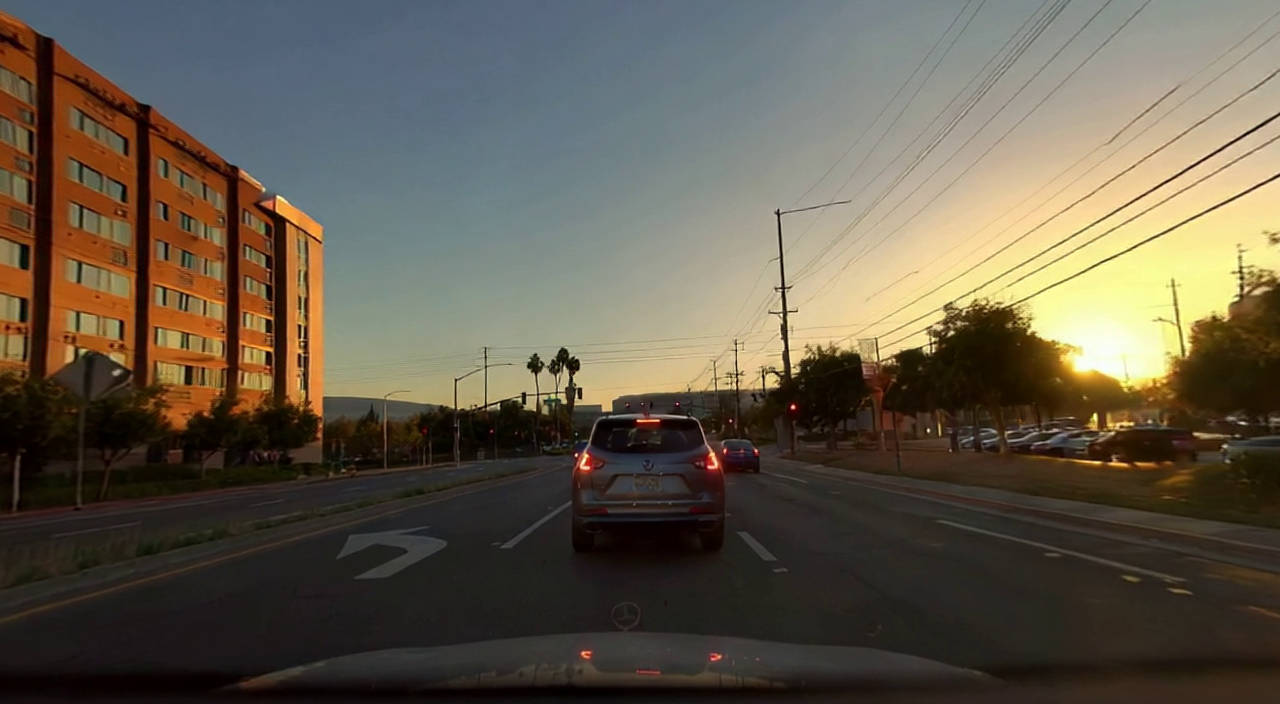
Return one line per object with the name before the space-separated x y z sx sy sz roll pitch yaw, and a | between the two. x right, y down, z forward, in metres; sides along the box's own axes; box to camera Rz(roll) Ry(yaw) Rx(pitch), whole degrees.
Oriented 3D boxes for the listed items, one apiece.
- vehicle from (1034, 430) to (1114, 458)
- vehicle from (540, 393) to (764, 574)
vehicle | 33.922 7.241 49.682 2.400 2.035 6.402 -1 -9 7
vehicle | 0.117 1.614 8.446 2.189 1.776 4.342 0 -9 0
